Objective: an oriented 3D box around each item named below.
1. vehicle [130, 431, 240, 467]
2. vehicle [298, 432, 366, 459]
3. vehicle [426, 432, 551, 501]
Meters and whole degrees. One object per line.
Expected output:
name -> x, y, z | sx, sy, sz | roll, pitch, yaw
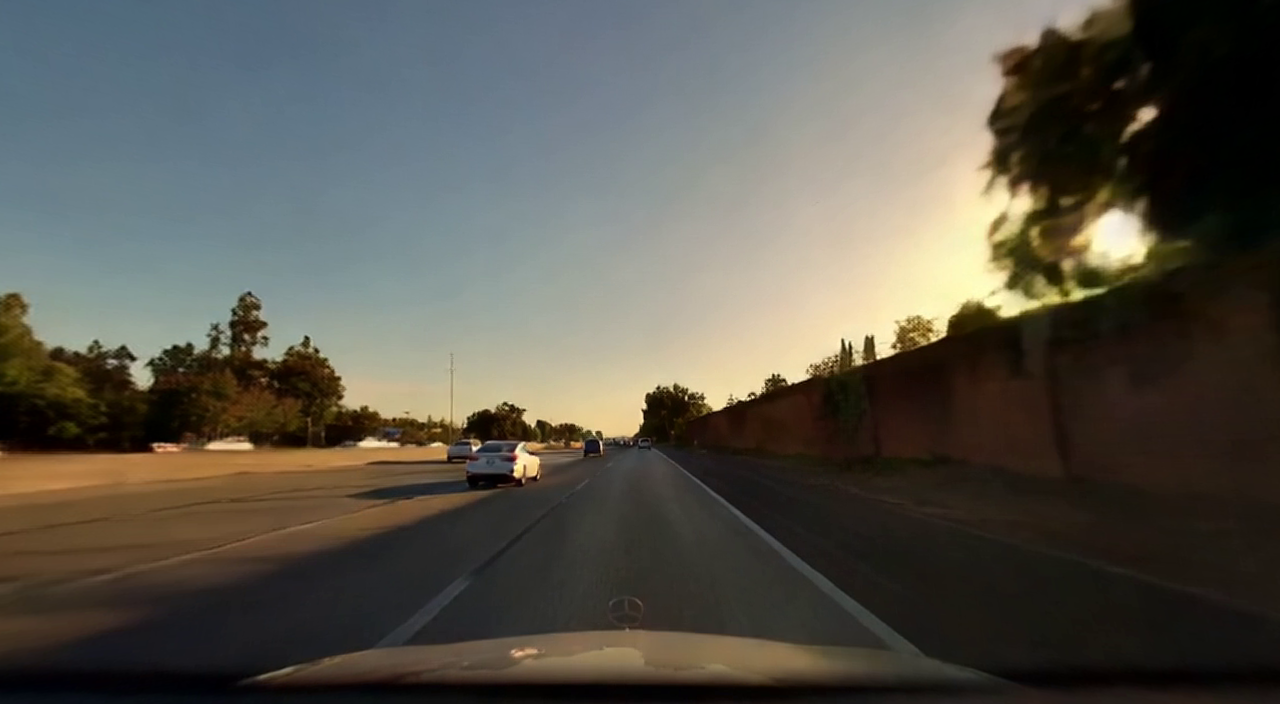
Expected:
vehicle -> -24.518, 5.220, 34.134 | 2.109, 1.752, 5.160 | -1, -8, 1
vehicle -> -21.006, 6.379, 43.100 | 2.089, 1.701, 5.106 | -1, -8, 0
vehicle -> -3.694, 2.865, 16.318 | 1.945, 1.484, 4.803 | -1, -8, 1
